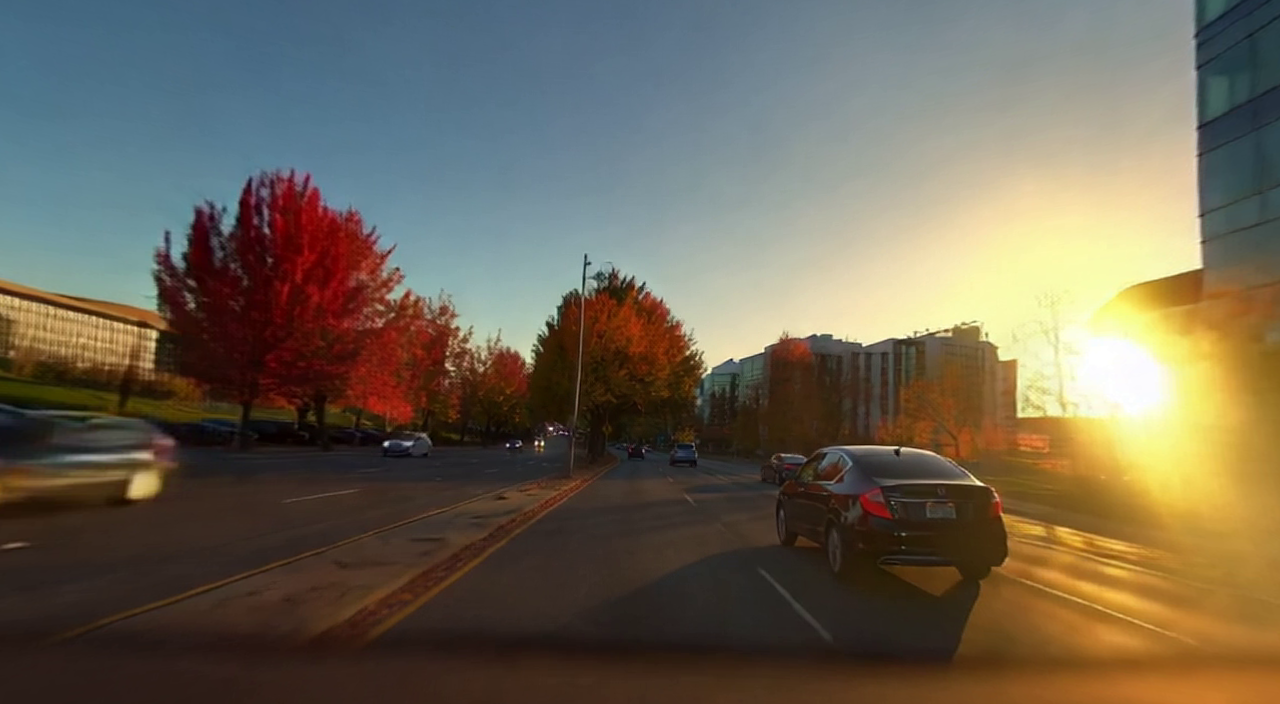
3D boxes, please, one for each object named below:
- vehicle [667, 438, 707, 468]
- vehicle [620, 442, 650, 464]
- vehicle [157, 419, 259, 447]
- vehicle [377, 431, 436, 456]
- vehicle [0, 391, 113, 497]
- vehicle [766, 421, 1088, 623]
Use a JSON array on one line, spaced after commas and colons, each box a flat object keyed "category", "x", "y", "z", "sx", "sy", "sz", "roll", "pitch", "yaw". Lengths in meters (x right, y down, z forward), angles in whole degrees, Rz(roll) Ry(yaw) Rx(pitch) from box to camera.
[{"category": "vehicle", "x": 3.032, "y": 6.643, "z": 41.805, "sx": 2.154, "sy": 1.844, "sz": 4.634, "roll": 0, "pitch": -8, "yaw": -2}, {"category": "vehicle", "x": -0.343, "y": 6.974, "z": 43.658, "sx": 1.991, "sy": 1.477, "sz": 3.814, "roll": 0, "pitch": -8, "yaw": -1}, {"category": "vehicle", "x": -27.109, "y": 5.108, "z": 39.679, "sx": 4.787, "sy": 1.664, "sz": 2.211, "roll": 0, "pitch": -8, "yaw": -1}, {"category": "vehicle", "x": -15.011, "y": 5.923, "z": 40.778, "sx": 1.987, "sy": 1.475, "sz": 4.708, "roll": 0, "pitch": -8, "yaw": 0}, {"category": "vehicle", "x": -11.374, "y": 1.471, "z": 10.061, "sx": 2.122, "sy": 1.685, "sz": 4.358, "roll": 0, "pitch": -8, "yaw": 0}, {"category": "vehicle", "x": 2.823, "y": 1.725, "z": 7.342, "sx": 1.901, "sy": 1.634, "sz": 3.896, "roll": 2, "pitch": -8, "yaw": 0}]
